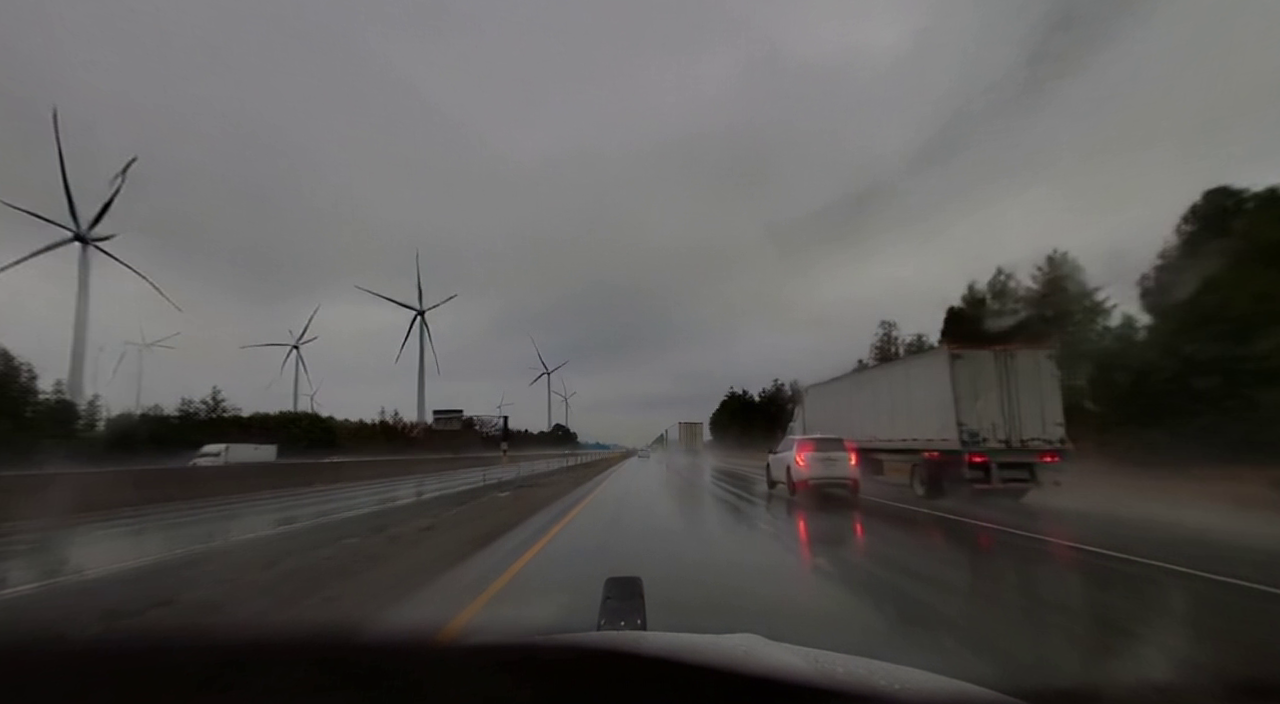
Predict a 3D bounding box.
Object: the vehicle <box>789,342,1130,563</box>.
[{"bbox_3d":[4.481,1.608,10.352,2.609,2.648,5.397,0,-9,-1],"label":"vehicle"}]
